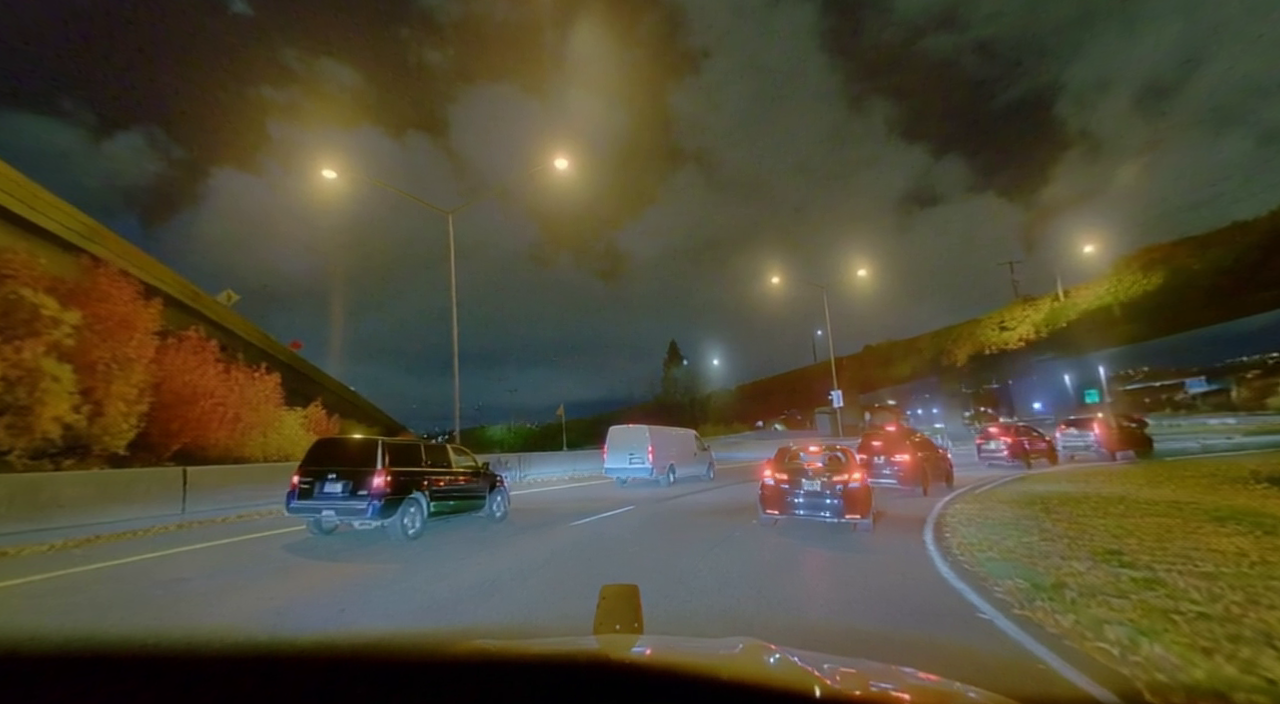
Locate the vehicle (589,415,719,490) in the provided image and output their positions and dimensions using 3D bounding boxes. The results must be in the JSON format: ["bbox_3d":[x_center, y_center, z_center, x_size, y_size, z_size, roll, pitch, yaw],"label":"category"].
[{"bbox_3d":[0.510,2.830,17.733,1.835,1.825,4.005,-6,-11,32],"label":"vehicle"}]

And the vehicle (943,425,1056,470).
[{"bbox_3d":[12.809,3.393,22.296,3.902,1.446,1.780,5,-11,-33],"label":"vehicle"}]

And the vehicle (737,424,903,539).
[{"bbox_3d":[3.153,2.048,10.457,2.064,1.515,3.722,-4,-10,24],"label":"vehicle"}]

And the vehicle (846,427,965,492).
[{"bbox_3d":[7.366,2.908,17.166,1.830,1.519,4.253,-7,-11,38],"label":"vehicle"}]

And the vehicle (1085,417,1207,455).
[{"bbox_3d":[20.752,3.459,25.738,3.934,1.485,1.763,2,-9,-14],"label":"vehicle"}]

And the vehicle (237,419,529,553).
[{"bbox_3d":[-3.544,1.923,9.638,1.921,1.554,4.081,-3,-9,17],"label":"vehicle"}]
